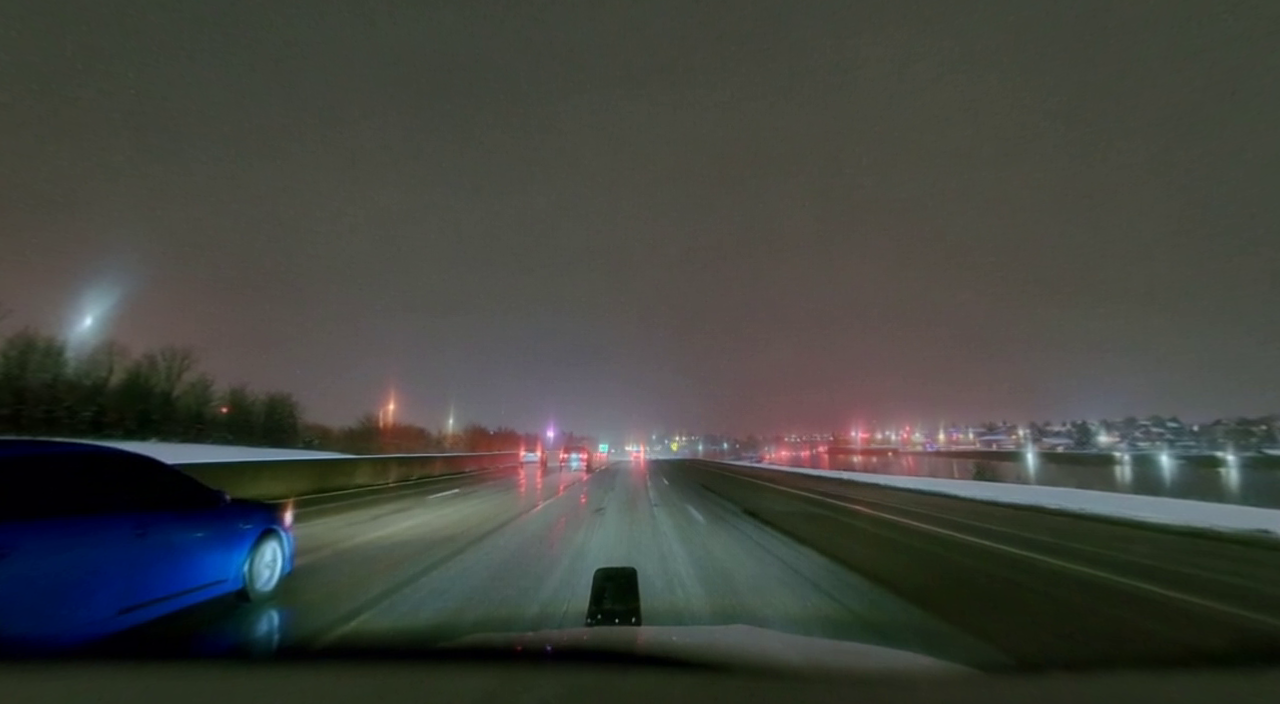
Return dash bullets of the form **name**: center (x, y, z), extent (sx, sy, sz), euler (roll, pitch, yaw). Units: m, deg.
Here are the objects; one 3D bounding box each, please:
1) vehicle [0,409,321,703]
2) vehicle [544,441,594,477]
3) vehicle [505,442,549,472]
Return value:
- **vehicle**: center (-3.875, 1.070, 3.215), extent (2.114, 1.480, 4.473), euler (0, -9, 1)
- **vehicle**: center (-3.559, 5.462, 32.455), extent (2.075, 1.702, 4.257), euler (0, -9, 0)
- **vehicle**: center (-7.425, 6.946, 41.958), extent (2.040, 1.824, 4.917), euler (0, -9, 0)
